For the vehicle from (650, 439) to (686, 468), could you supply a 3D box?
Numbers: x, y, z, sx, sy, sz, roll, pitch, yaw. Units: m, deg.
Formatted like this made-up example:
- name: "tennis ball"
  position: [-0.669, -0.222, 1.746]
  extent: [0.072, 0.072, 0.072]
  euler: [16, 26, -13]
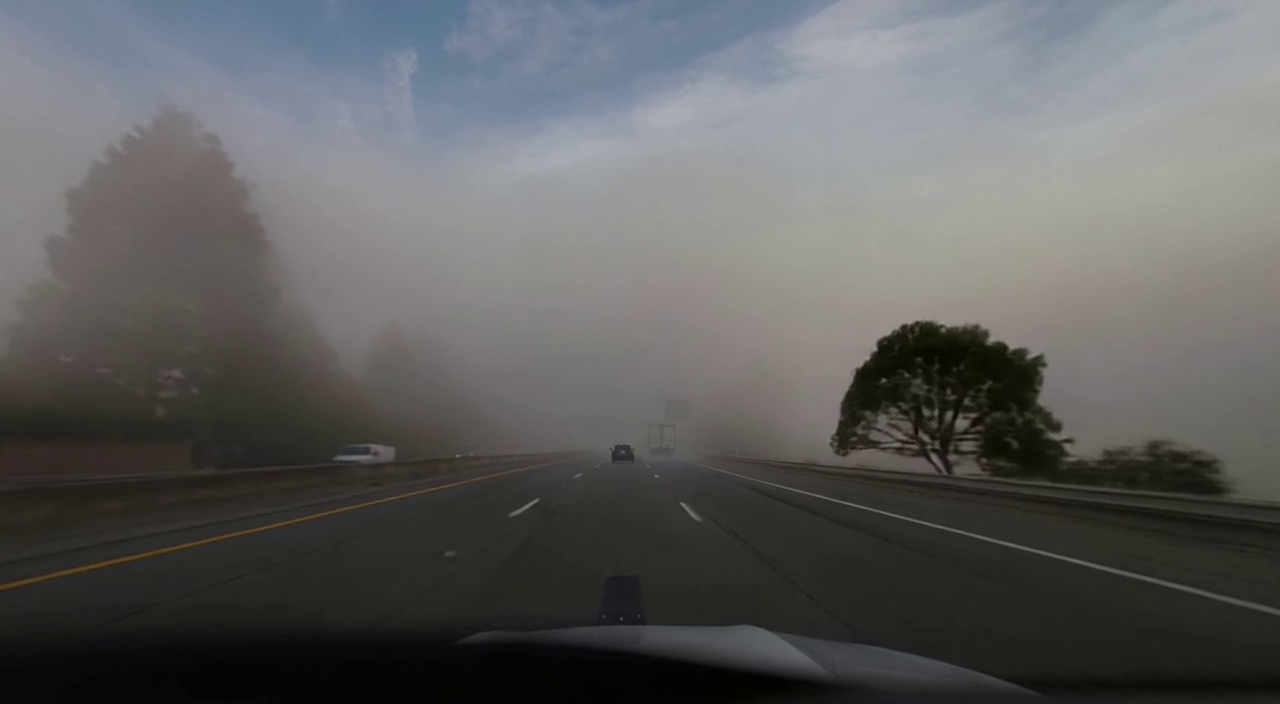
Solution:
- name: "vehicle"
  position: [1.917, 7.115, 44.471]
  extent: [2.139, 1.925, 4.312]
  euler: [0, -9, -3]

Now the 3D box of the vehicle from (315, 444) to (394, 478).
- name: "vehicle"
  position: [-14.470, 5.550, 32.298]
  extent: [1.941, 1.588, 4.536]
  euler: [0, -9, -1]

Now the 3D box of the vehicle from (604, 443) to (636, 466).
- name: "vehicle"
  position: [-1.403, 7.390, 45.540]
  extent: [2.173, 1.598, 4.293]
  euler: [0, -9, -1]
